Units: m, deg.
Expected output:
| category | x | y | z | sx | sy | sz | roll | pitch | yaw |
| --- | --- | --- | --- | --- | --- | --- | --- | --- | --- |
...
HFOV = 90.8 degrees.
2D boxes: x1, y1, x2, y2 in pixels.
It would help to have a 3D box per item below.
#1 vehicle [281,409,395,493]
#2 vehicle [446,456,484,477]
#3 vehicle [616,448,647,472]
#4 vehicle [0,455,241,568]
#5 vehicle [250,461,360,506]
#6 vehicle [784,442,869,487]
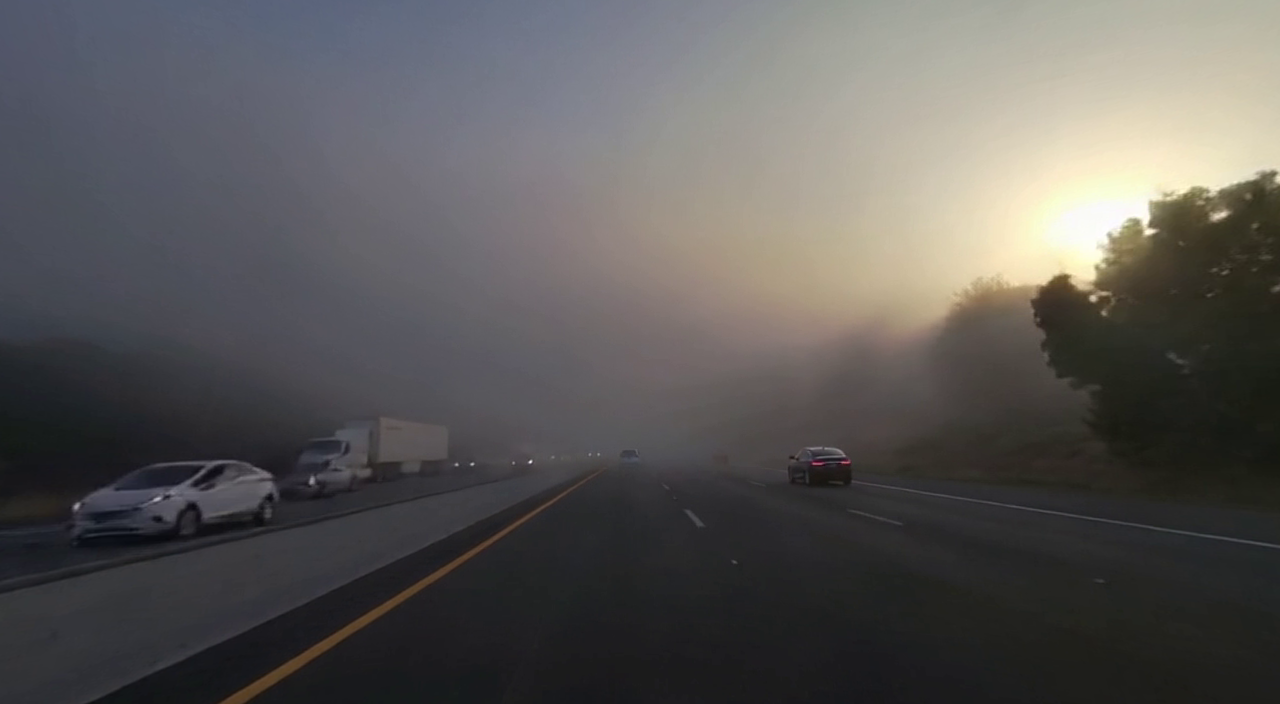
| category | x | y | z | sx | sy | sz | roll | pitch | yaw |
| --- | --- | --- | --- | --- | --- | --- | --- | --- | --- |
| vehicle | -16.862 | 5.623 | 35.867 | 3.339 | 4.325 | 5.934 | 0 | -9 | 0 |
| vehicle | -13.632 | 8.940 | 49.351 | 1.807 | 1.535 | 4.105 | 0 | -9 | 0 |
| vehicle | -0.574 | 7.336 | 43.061 | 2.021 | 1.507 | 4.272 | 0 | -9 | 0 |
| vehicle | -9.009 | 2.551 | 10.766 | 1.857 | 1.511 | 3.838 | 0 | -9 | 0 |
| vehicle | -12.930 | 5.071 | 24.740 | 1.841 | 1.485 | 4.485 | 0 | -9 | 0 |
| vehicle | 6.938 | 4.218 | 23.924 | 1.903 | 1.566 | 3.866 | 0 | -9 | -2 |
